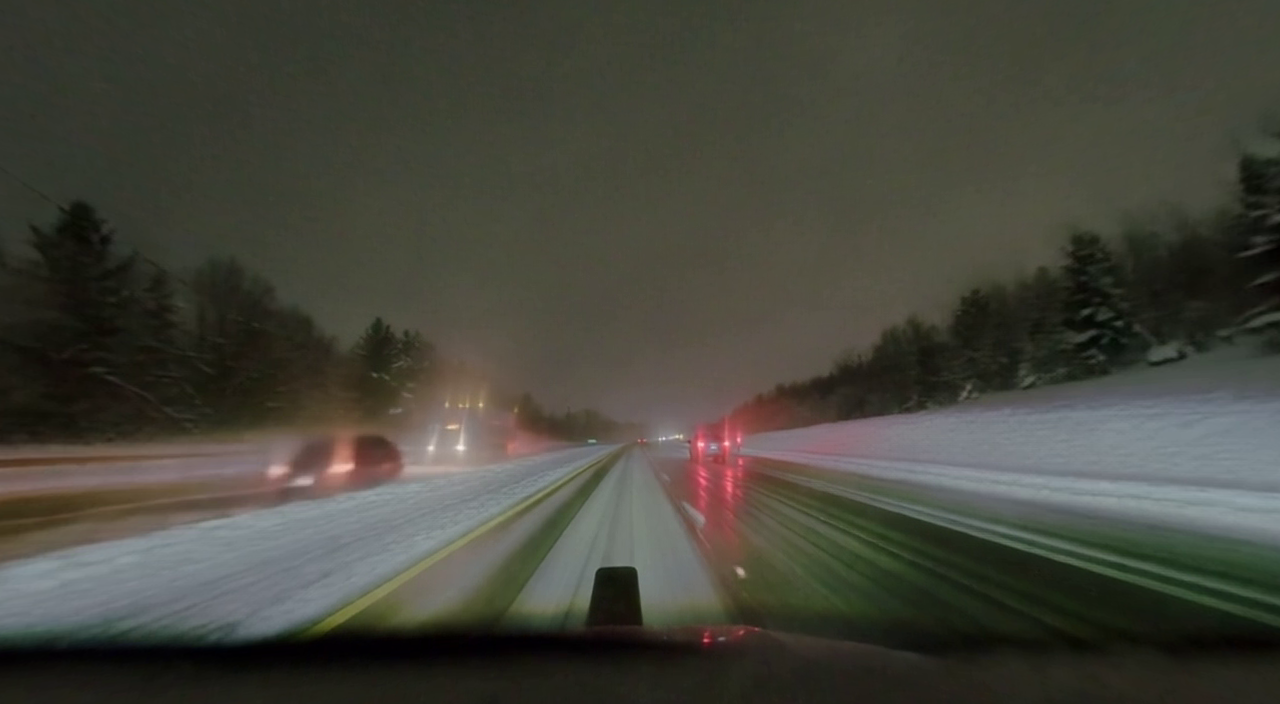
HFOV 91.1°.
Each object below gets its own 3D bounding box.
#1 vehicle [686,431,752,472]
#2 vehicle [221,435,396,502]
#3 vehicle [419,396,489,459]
[{"bbox_3d":[3.177,4.107,26.264,2.084,1.583,4.420,0,-8,-1],"label":"vehicle"},{"bbox_3d":[-8.494,2.993,16.782,1.946,1.496,5.056,0,-8,-1],"label":"vehicle"},{"bbox_3d":[-12.639,5.224,43.344,2.955,4.003,6.220,0,-8,-1],"label":"vehicle"}]
